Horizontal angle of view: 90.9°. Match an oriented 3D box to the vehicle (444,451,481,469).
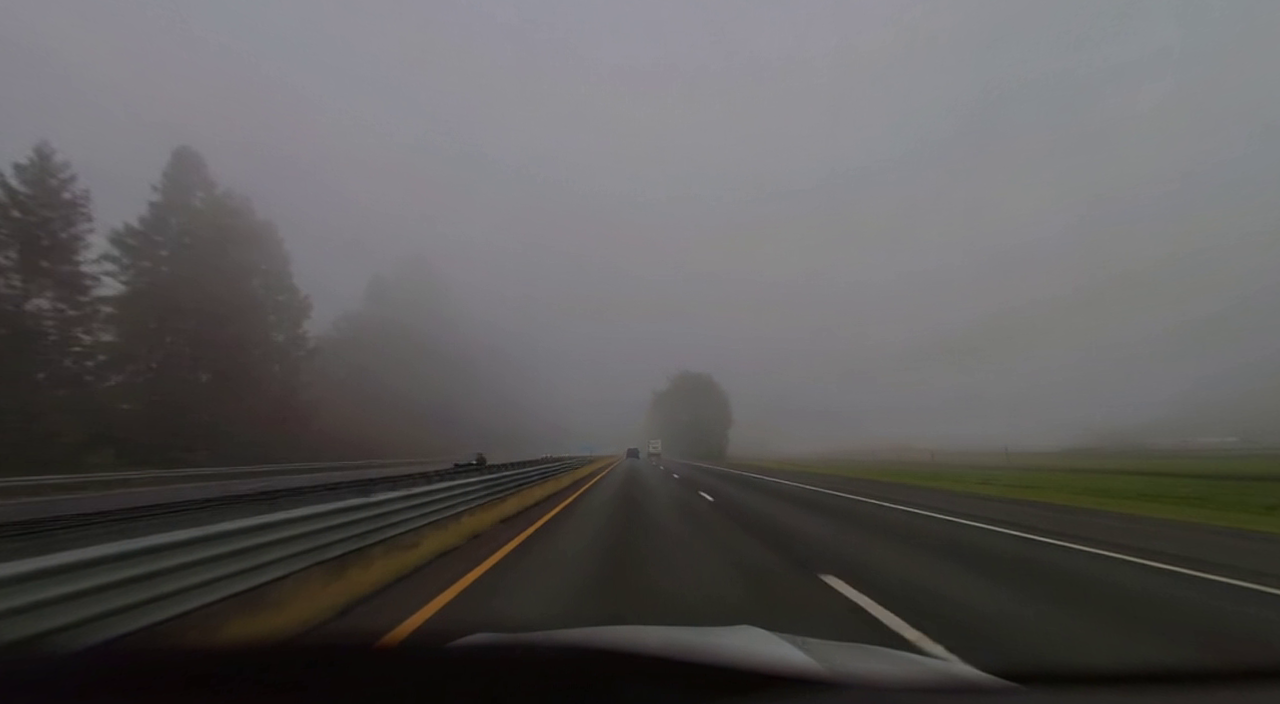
[{"bbox_3d":[-12.847,7.808,45.797,1.644,1.235,3.646,0,-9,0],"label":"vehicle"}]
